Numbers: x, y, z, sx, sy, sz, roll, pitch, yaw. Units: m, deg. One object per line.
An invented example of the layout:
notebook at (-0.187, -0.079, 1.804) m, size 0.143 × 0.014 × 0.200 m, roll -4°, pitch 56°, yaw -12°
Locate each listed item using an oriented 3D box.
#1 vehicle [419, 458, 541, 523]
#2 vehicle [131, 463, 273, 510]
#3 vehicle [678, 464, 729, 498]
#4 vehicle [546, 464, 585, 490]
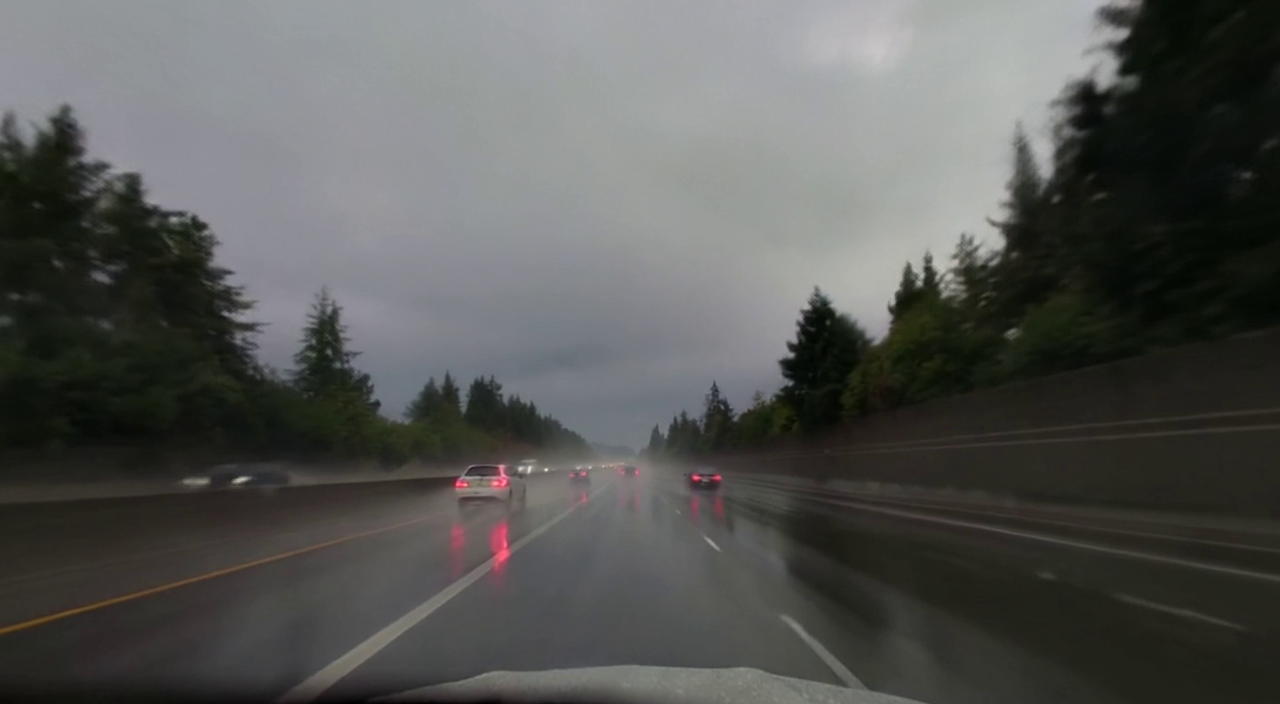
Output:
vehicle at (-4.058, 3.637, 16.933) m, size 2.004 × 1.468 × 4.812 m, roll 1°, pitch -11°, yaw 0°
vehicle at (-16.513, 5.074, 24.146) m, size 2.005 × 1.580 × 4.764 m, roll 1°, pitch -11°, yaw -1°
vehicle at (3.017, 6.289, 30.918) m, size 1.981 × 1.516 × 4.109 m, roll 1°, pitch -11°, yaw -1°
vehicle at (-4.532, 7.668, 38.896) m, size 2.000 × 1.484 × 3.995 m, roll 1°, pitch -11°, yaw -1°
